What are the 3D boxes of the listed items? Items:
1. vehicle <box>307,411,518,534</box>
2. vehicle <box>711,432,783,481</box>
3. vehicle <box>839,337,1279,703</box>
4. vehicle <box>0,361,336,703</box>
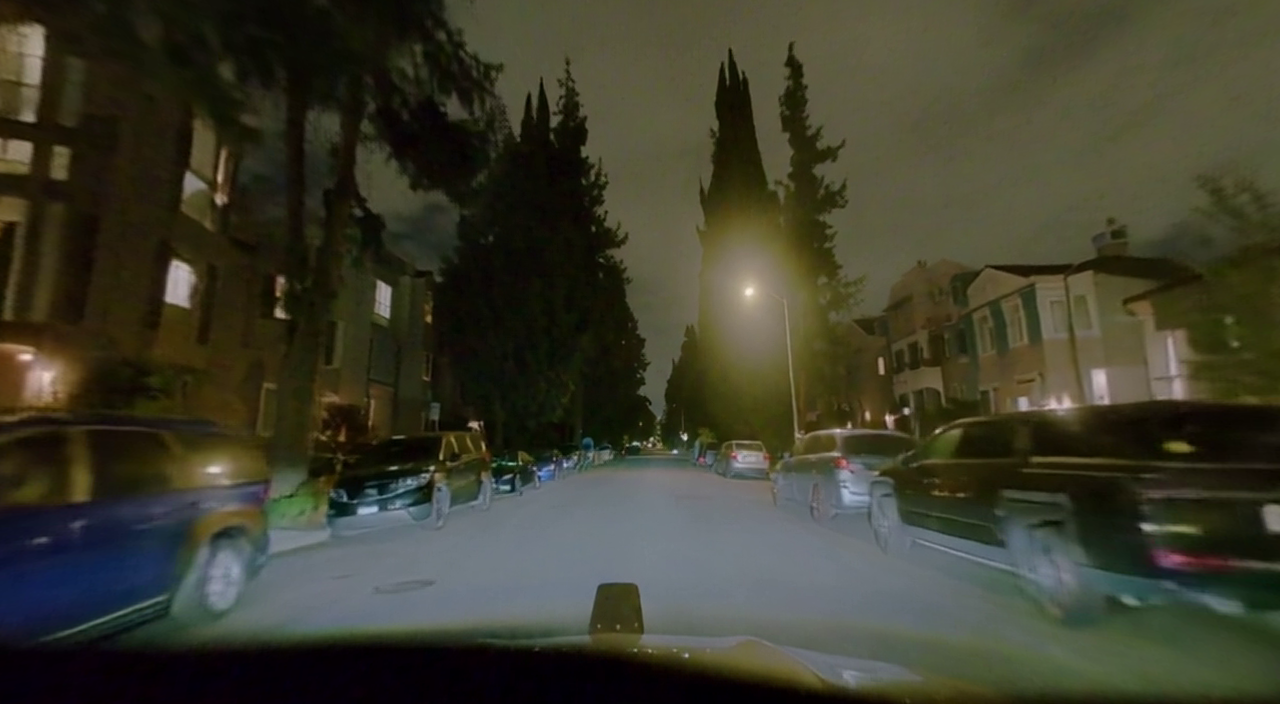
[{"bbox_3d":[-4.560,2.529,13.943,2.461,2.145,5.415,0,-8,2],"label":"vehicle"},{"bbox_3d":[4.474,4.472,27.282,2.306,1.901,4.908,0,-8,1],"label":"vehicle"},{"bbox_3d":[3.926,1.278,6.113,1.995,1.944,5.400,0,-8,-3],"label":"vehicle"},{"bbox_3d":[-4.677,1.141,4.108,2.683,1.923,5.421,0,-8,0],"label":"vehicle"}]
